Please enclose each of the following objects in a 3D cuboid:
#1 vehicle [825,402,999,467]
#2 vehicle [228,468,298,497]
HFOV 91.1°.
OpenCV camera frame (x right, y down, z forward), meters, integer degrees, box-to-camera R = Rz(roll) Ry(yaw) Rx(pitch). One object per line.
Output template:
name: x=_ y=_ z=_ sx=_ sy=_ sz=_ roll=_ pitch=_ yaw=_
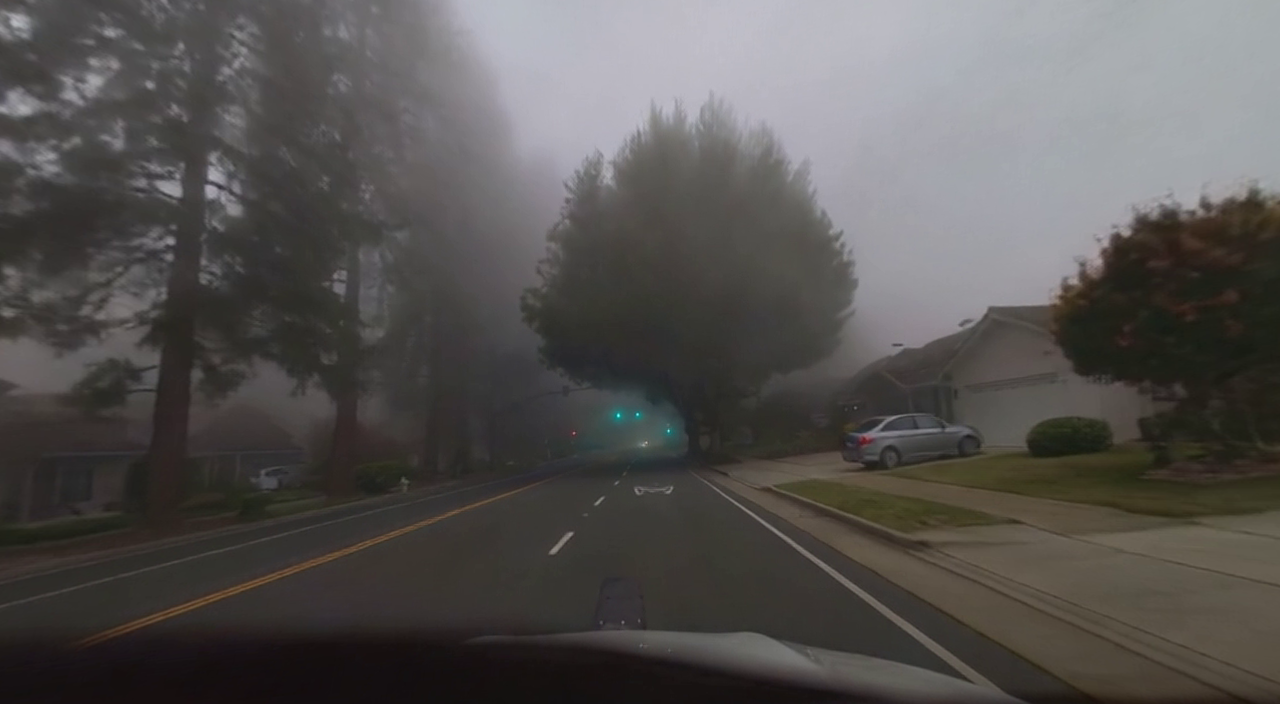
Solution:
vehicle: x=8.313 y=2.552 z=19.269 sx=4.636 sy=1.823 sz=1.997 roll=3 pitch=-9 yaw=-18
vehicle: x=-22.331 y=7.722 z=37.337 sx=1.847 sy=1.461 sz=3.659 roll=0 pitch=-8 yaw=0
